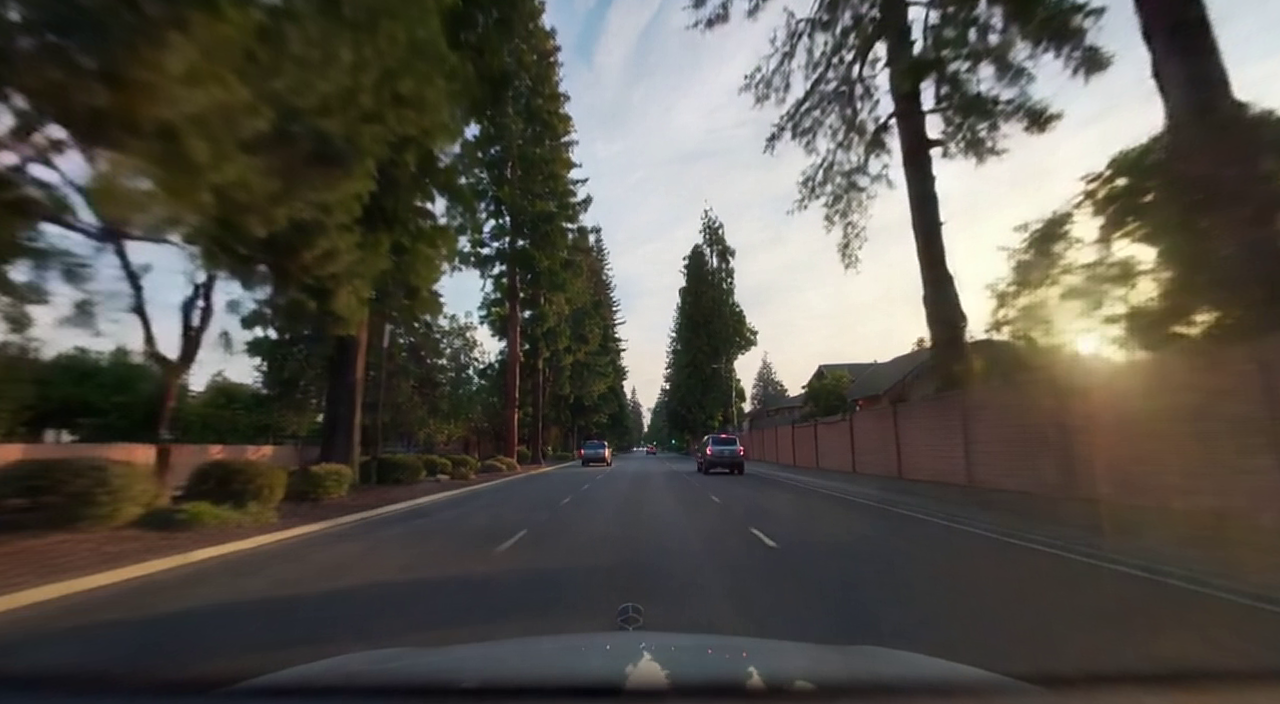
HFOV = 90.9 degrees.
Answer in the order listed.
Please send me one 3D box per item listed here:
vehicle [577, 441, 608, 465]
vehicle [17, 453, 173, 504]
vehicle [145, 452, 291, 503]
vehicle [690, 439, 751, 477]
[{"bbox_3d":[-3.577,7.643,47.977,2.002,1.747,4.728,0,-8,0],"label":"vehicle"},{"bbox_3d":[-21.693,4.995,25.423,1.990,1.787,4.709,0,-8,0],"label":"vehicle"},{"bbox_3d":[-14.128,4.196,21.507,1.892,1.480,4.467,0,-8,0],"label":"vehicle"},{"bbox_3d":[3.820,5.131,30.774,2.321,1.695,5.037,0,-8,0],"label":"vehicle"}]
